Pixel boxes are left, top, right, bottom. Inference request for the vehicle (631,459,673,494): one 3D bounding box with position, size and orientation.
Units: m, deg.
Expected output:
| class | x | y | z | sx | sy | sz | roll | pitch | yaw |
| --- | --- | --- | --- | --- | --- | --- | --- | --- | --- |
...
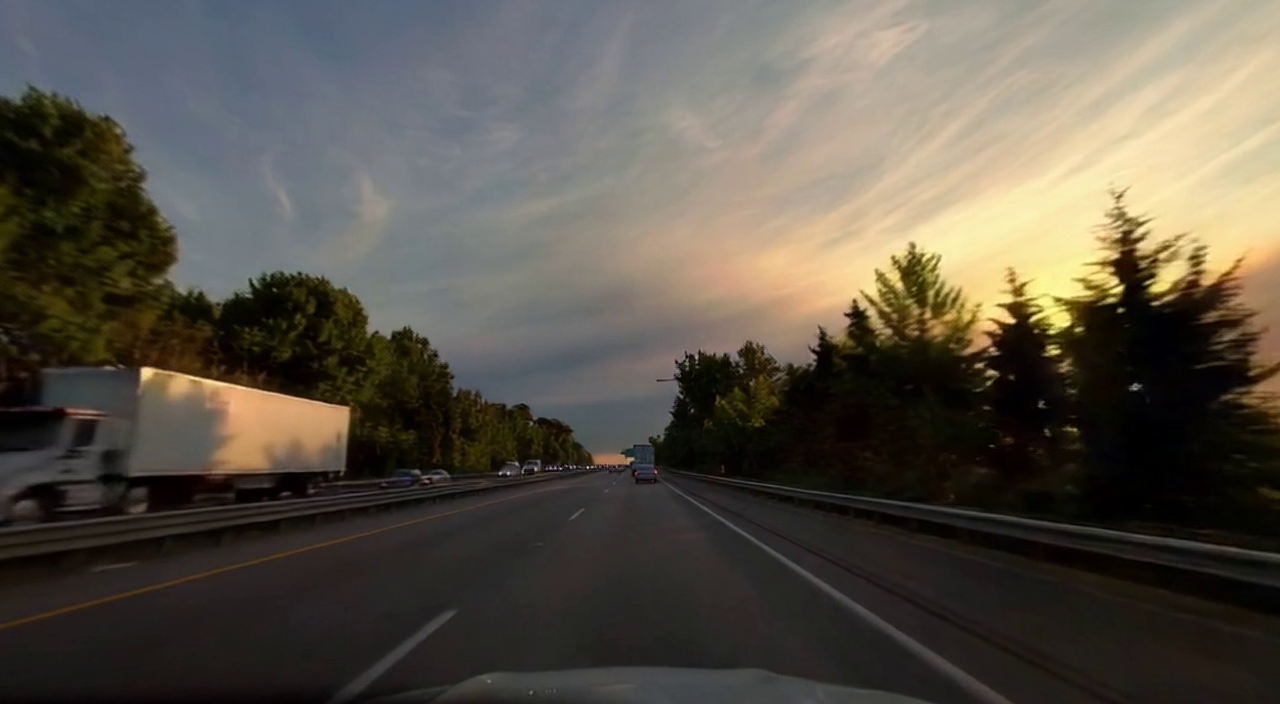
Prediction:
| class | x | y | z | sx | sy | sz | roll | pitch | yaw |
| --- | --- | --- | --- | --- | --- | --- | --- | --- | --- |
| vehicle | 0.576 | 6.457 | 32.796 | 2.048 | 1.663 | 4.377 | 1 | -10 | 0 |
